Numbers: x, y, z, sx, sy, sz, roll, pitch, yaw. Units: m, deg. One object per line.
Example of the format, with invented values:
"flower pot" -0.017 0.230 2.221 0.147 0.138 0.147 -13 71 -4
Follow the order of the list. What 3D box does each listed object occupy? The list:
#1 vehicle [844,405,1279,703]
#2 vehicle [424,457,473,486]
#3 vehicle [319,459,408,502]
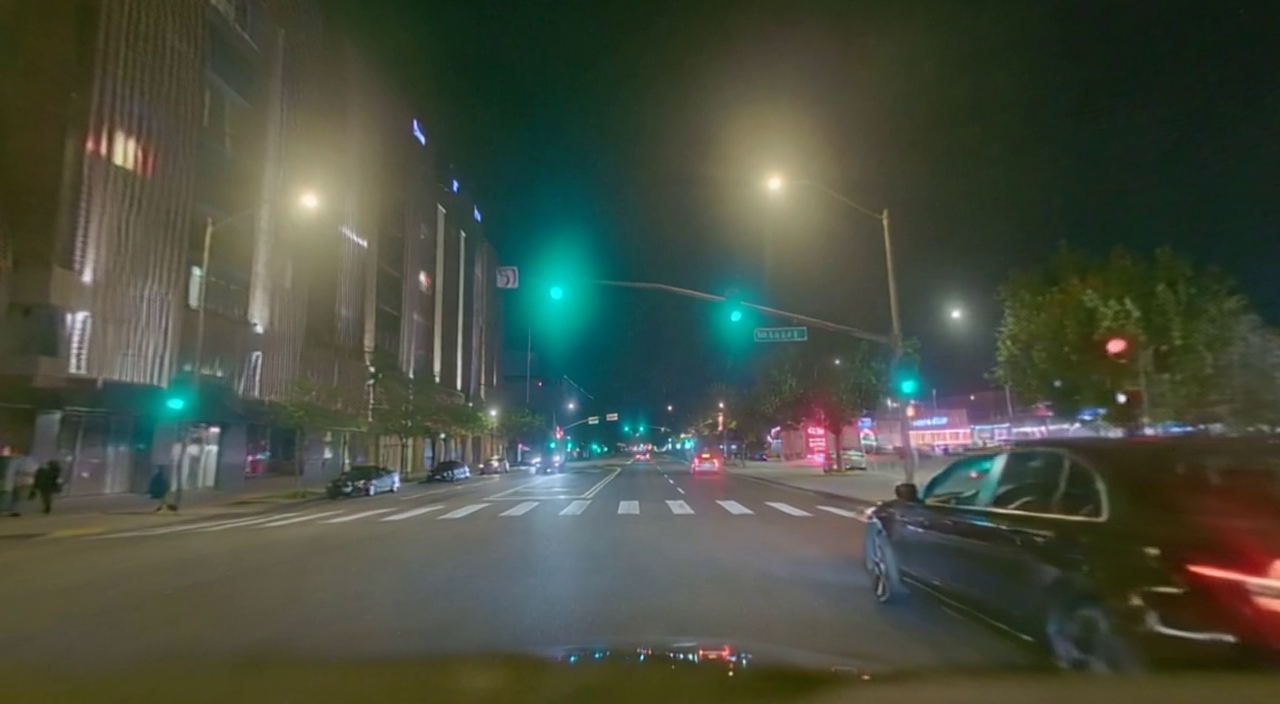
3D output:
"vehicle" 3.105 1.250 4.039 2.080 1.524 4.348 0 -9 -1
"vehicle" -12.172 7.588 40.206 1.867 1.583 4.108 -1 -8 0
"vehicle" -12.200 5.676 28.080 1.910 1.511 4.565 -1 -7 0
